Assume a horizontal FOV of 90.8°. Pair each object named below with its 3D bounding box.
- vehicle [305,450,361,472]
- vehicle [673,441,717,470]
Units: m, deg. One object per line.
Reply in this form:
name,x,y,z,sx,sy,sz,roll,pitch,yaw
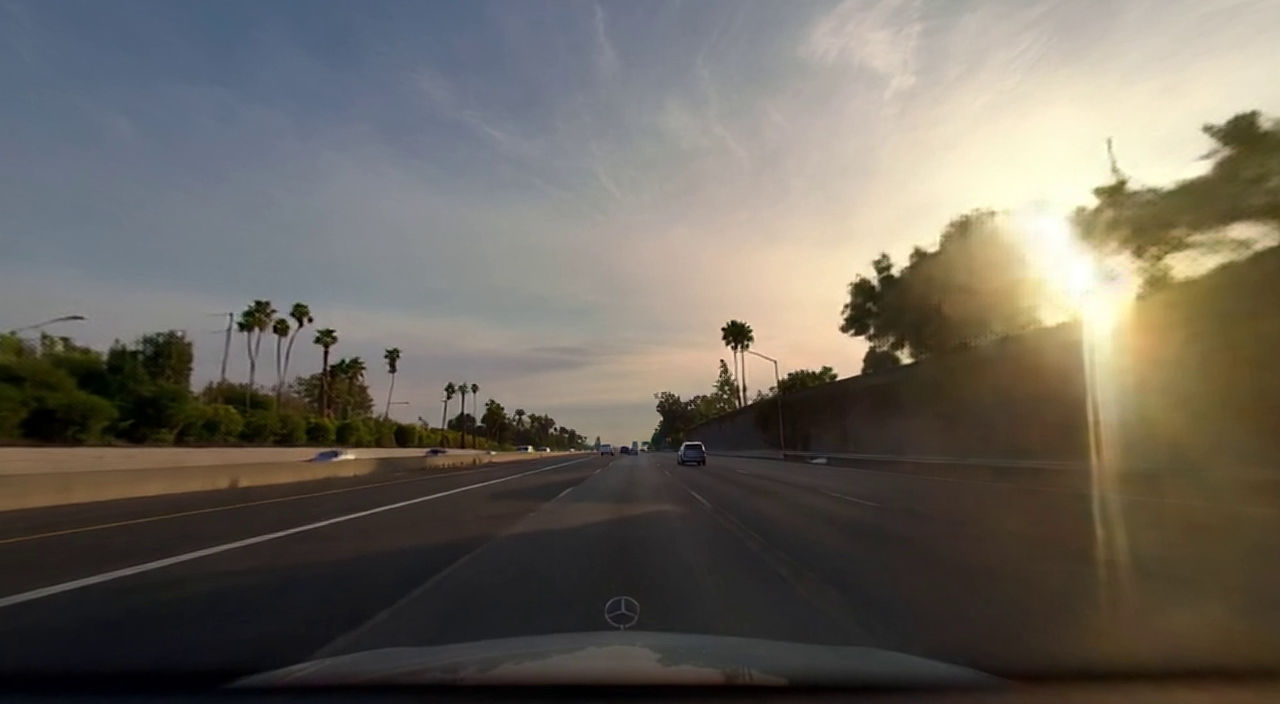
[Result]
vehicle,-23.392,8.306,48.353,2.026,1.511,4.524,0,-9,1
vehicle,3.245,6.280,38.422,2.130,1.677,4.317,0,-9,-2
